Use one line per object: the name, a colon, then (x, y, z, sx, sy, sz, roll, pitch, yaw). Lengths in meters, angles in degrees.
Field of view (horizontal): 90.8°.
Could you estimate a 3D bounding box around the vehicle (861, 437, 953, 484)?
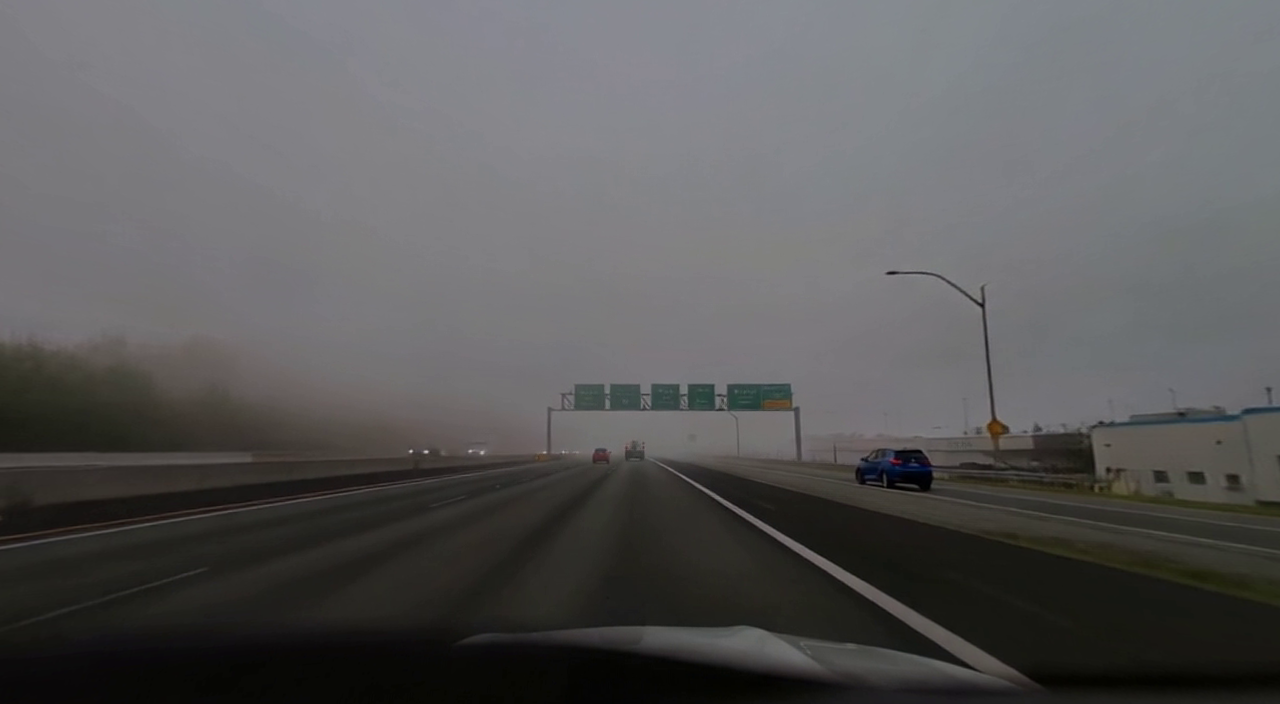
vehicle: (14.330, 5.877, 34.307, 2.411, 2.326, 5.300, 0, -9, -3)
